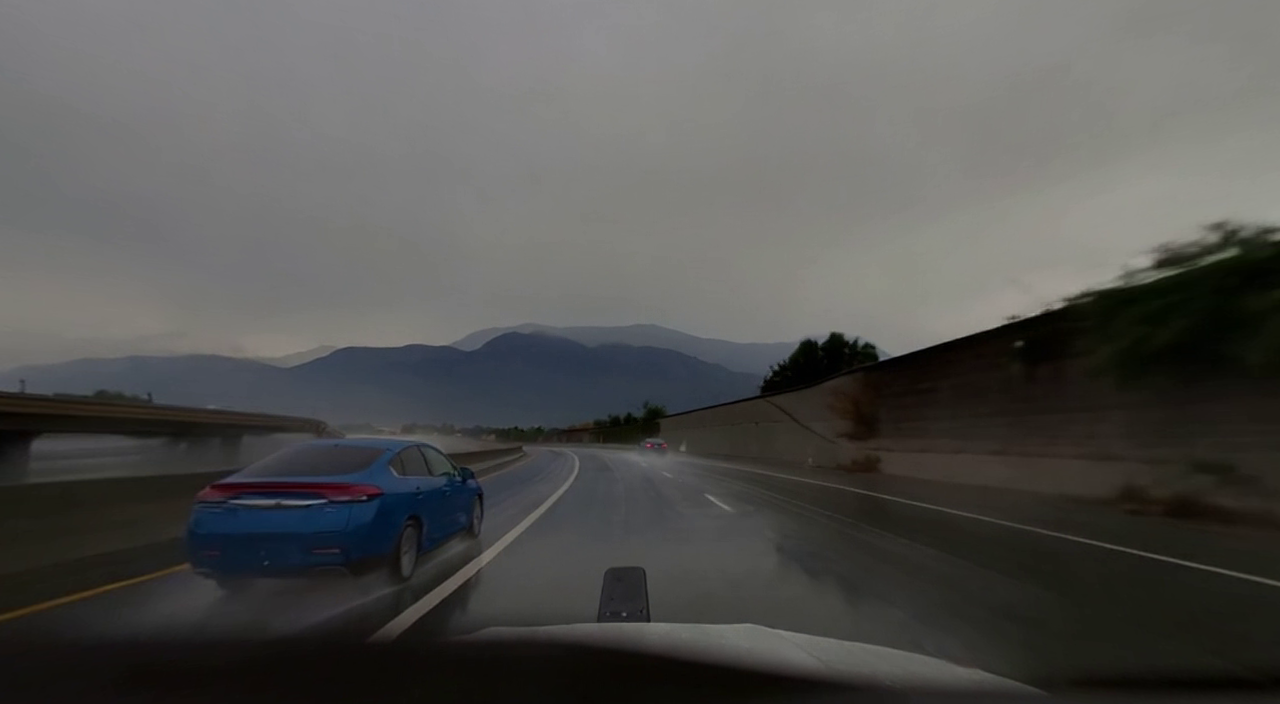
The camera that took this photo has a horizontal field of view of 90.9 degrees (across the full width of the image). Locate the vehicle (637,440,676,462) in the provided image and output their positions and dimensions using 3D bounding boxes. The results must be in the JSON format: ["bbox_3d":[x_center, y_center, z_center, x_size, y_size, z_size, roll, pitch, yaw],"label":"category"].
[{"bbox_3d":[1.072,6.821,43.664,1.985,1.440,4.466,1,-9,-8],"label":"vehicle"}]
